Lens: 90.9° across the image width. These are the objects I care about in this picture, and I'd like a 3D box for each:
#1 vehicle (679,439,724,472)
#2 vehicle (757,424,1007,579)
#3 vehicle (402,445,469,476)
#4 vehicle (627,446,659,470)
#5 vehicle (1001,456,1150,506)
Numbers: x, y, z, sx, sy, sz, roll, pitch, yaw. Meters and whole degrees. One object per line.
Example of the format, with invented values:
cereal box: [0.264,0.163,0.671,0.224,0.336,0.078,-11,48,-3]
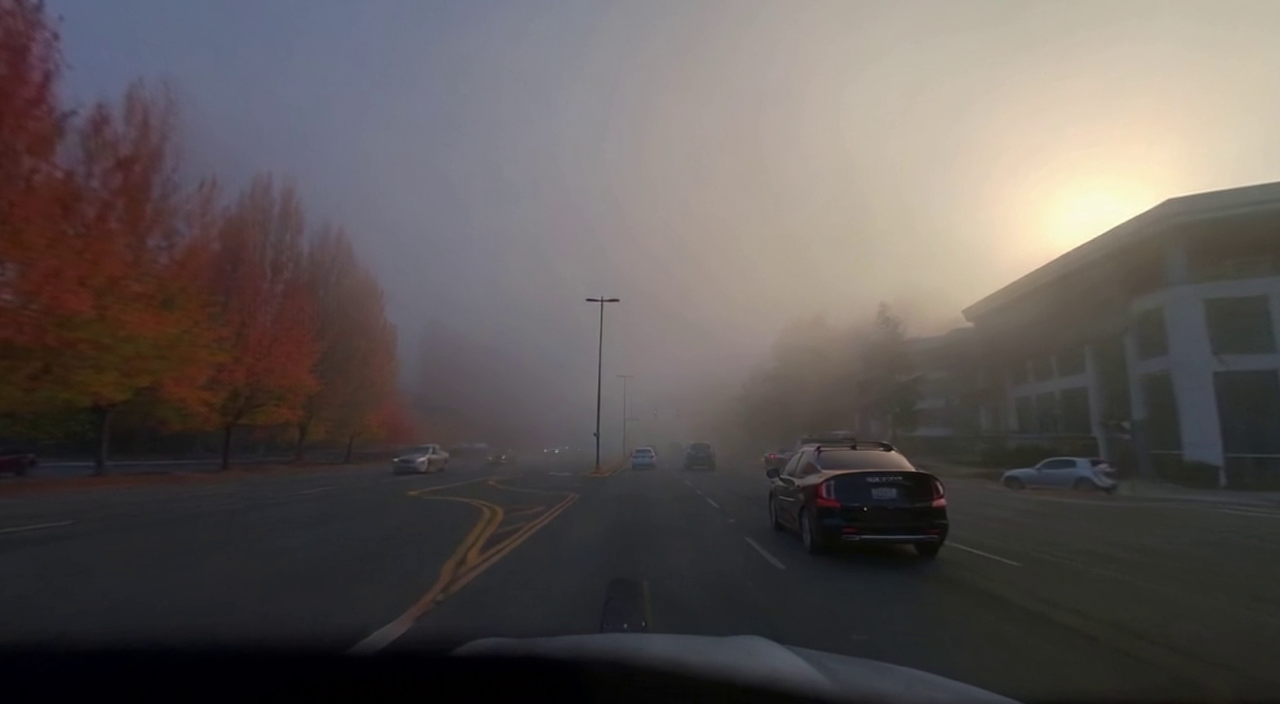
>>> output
vehicle: [3.651,6.240,38.111,2.154,1.844,4.634,0,-8,-1]
vehicle: [2.975,1.902,8.799,1.901,1.634,3.896,1,-8,0]
vehicle: [-10.863,5.771,33.821,1.969,1.488,4.612,0,-9,1]
vehicle: [0.182,6.878,41.232,1.991,1.477,3.814,0,-8,0]
vehicle: [16.413,4.841,24.040,4.398,1.634,2.031,-5,-10,31]
